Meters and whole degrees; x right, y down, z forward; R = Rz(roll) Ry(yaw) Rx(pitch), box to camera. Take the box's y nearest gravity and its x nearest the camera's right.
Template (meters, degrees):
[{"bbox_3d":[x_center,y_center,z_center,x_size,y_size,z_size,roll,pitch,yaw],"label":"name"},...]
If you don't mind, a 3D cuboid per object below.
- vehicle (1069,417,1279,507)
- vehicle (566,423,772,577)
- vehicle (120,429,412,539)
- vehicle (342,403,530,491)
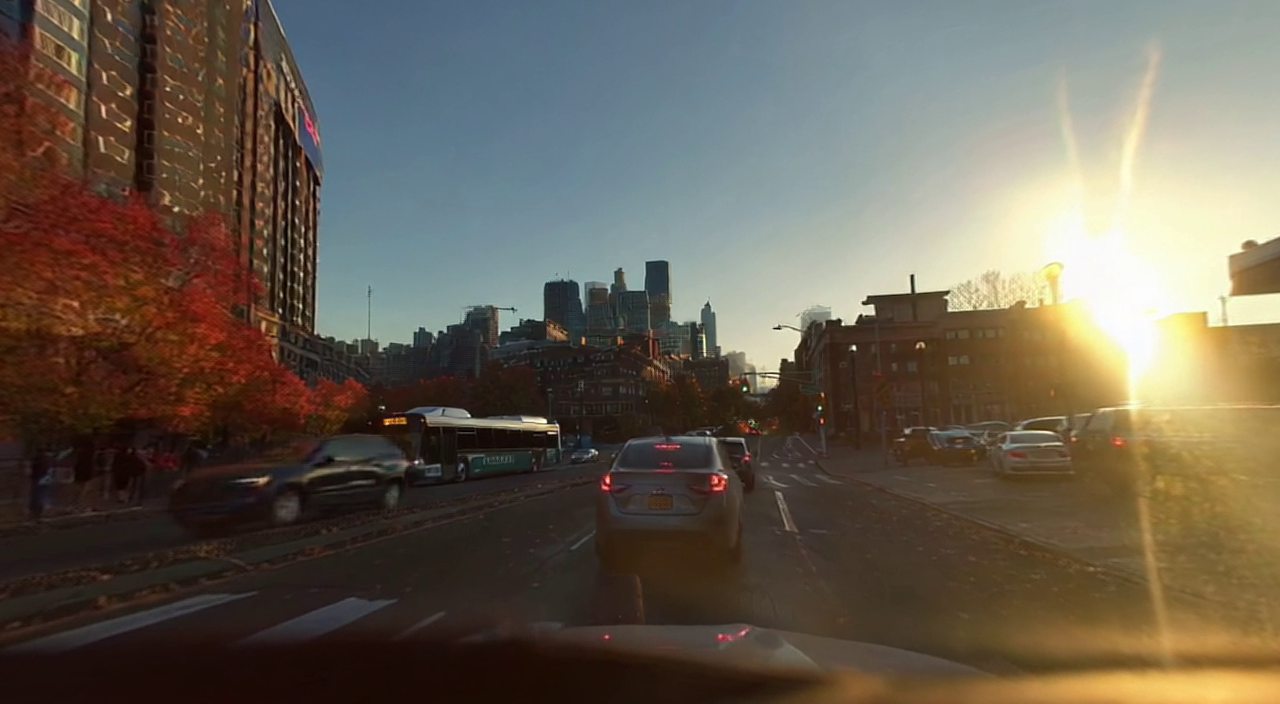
[{"bbox_3d":[11.416,2.016,11.839,4.894,1.451,2.089,-5,-10,11],"label":"vehicle"},{"bbox_3d":[0.668,1.809,8.463,2.092,1.507,4.078,-2,-9,12],"label":"vehicle"},{"bbox_3d":[-7.075,2.538,12.823,2.147,1.741,5.239,-2,-9,10],"label":"vehicle"},{"bbox_3d":[-8.652,4.427,29.101,3.189,3.205,11.526,-2,-9,10],"label":"vehicle"}]
